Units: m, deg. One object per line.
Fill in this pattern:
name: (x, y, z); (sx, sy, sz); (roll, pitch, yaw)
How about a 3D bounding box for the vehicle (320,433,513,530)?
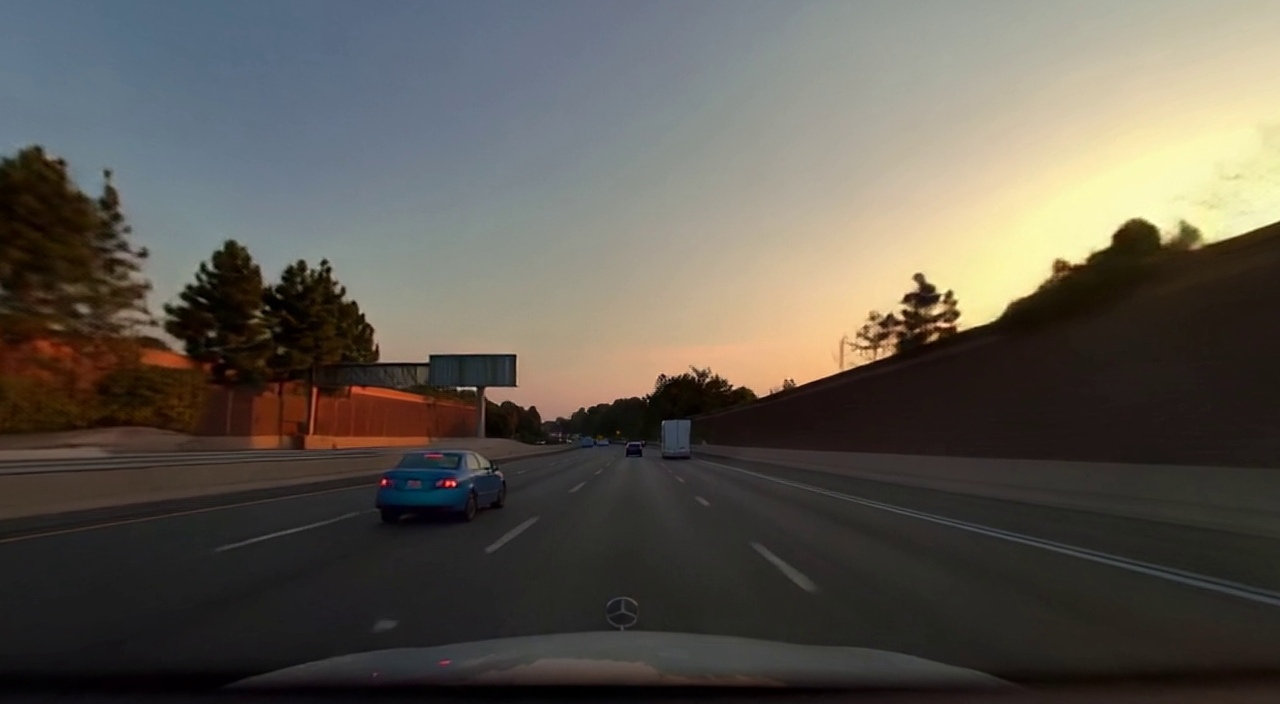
vehicle: (-3.930, 2.354, 12.052); (2.090, 1.487, 4.276); (0, -9, 0)
